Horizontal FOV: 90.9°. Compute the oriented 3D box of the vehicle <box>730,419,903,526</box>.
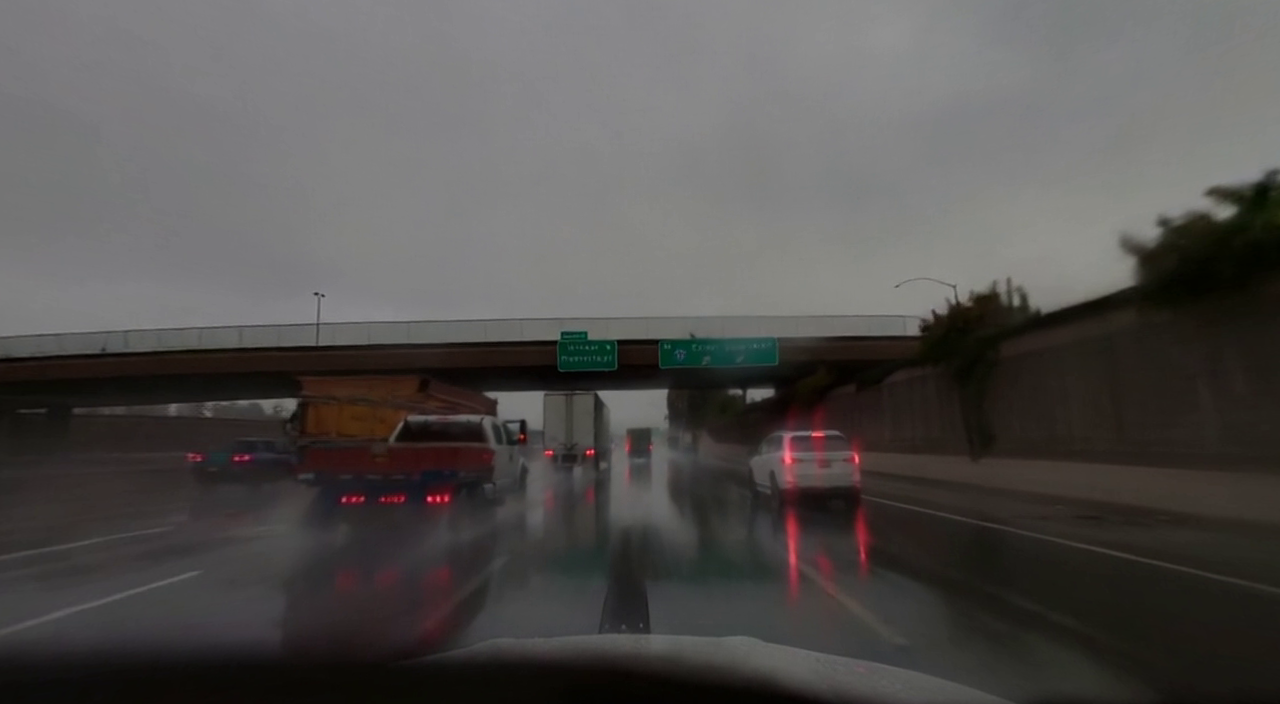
[{"bbox_3d":[3.095,2.220,12.161,2.028,1.658,4.334,0,-8,0],"label":"vehicle"}]

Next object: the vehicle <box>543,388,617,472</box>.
[{"bbox_3d":[-3.244,4.973,38.839,2.869,4.108,15.564,0,-8,1],"label":"vehicle"}]

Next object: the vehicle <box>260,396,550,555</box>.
[{"bbox_3d":[-3.498,2.064,11.423,2.645,2.023,6.491,-1,-8,1],"label":"vehicle"}]
